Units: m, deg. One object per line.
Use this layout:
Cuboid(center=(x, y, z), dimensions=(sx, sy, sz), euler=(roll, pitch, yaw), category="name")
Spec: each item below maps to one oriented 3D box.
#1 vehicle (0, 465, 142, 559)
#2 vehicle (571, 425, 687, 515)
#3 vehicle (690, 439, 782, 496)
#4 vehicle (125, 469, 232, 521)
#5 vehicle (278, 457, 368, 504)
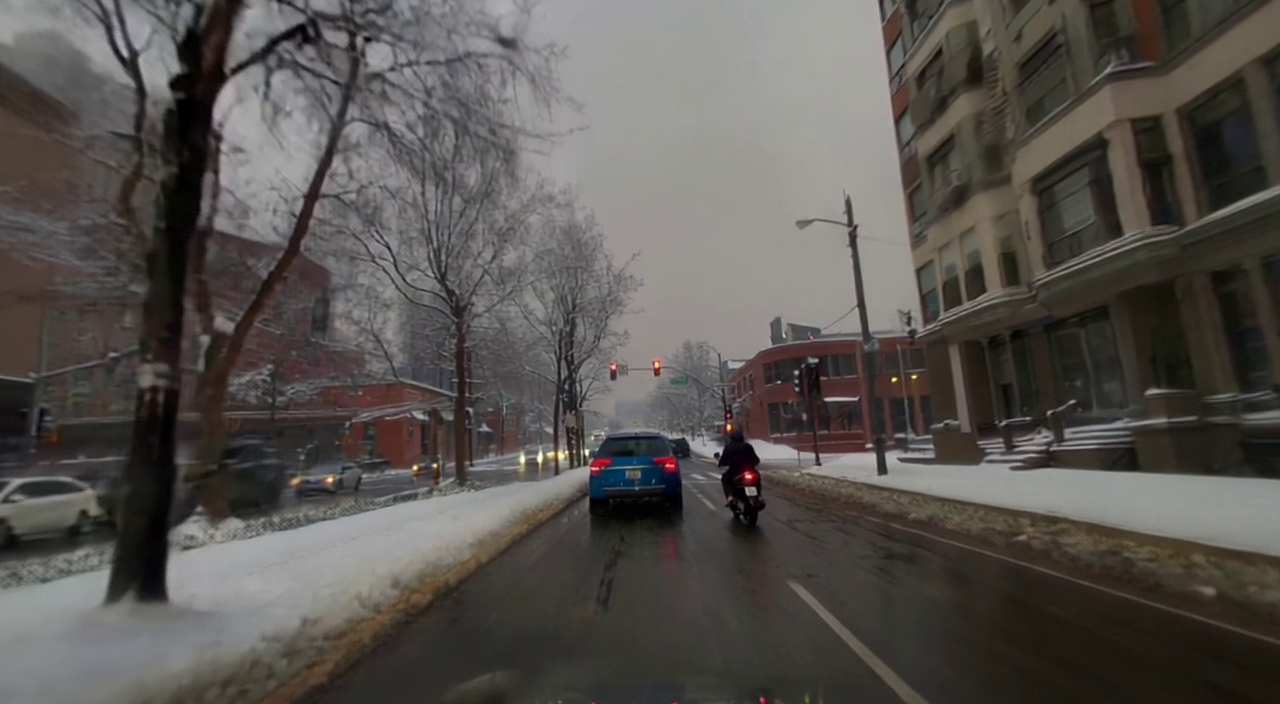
Cuboid(center=(-13.672, 3.418, 13.751), dimensions=(1.926, 1.732, 4.635), euler=(0, -9, -2), category="vehicle")
Cuboid(center=(-0.200, 2.641, 14.508), dimensions=(2.265, 1.748, 4.130), euler=(0, -9, 1), category="vehicle")
Cuboid(center=(2.769, 3.466, 19.243), dimensions=(2.101, 1.507, 4.355), euler=(0, -9, 0), category="vehicle")
Cuboid(center=(-18.521, 5.715, 25.582), dimensions=(2.032, 1.701, 4.475), euler=(2, -9, -17), category="vehicle")
Cuboid(center=(-13.519, 5.464, 27.218), dimensions=(1.871, 1.786, 4.386), euler=(0, -9, -4), category="vehicle")
